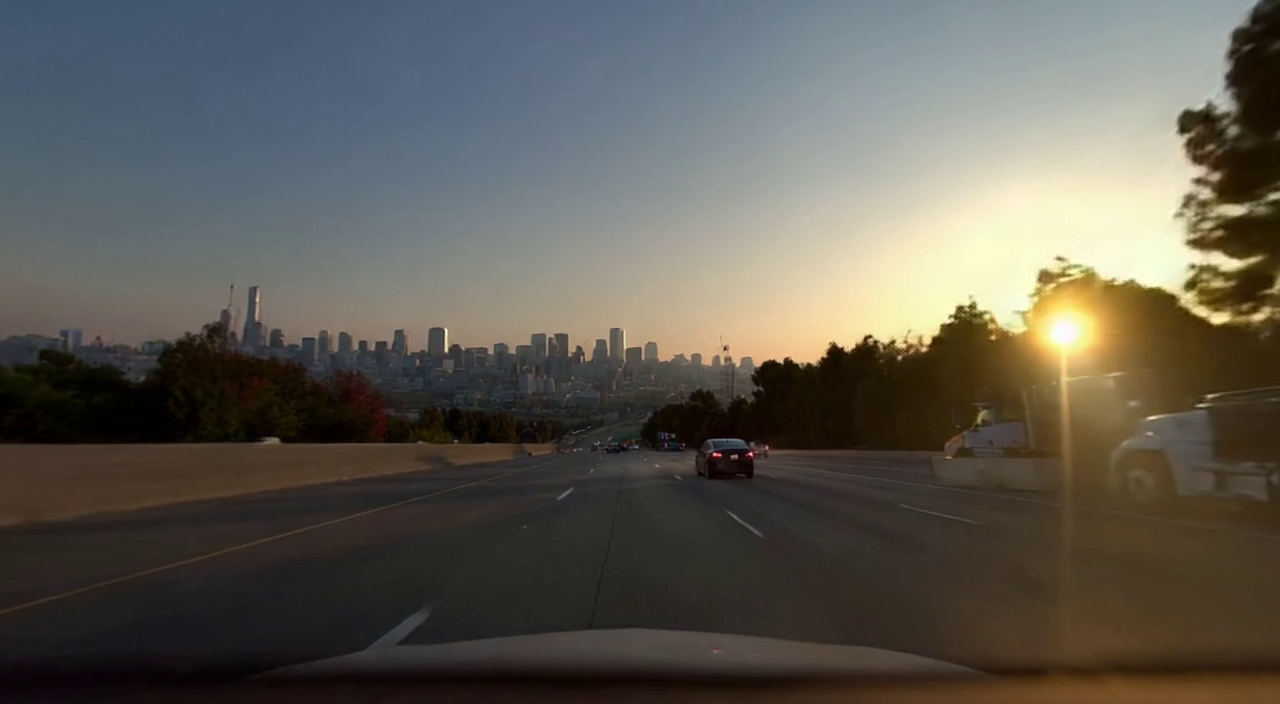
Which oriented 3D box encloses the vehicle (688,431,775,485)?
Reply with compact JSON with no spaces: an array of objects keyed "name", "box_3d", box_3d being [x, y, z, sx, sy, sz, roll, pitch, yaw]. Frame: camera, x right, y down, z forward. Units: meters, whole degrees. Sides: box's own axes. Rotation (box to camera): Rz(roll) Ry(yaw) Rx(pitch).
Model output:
[{"name":"vehicle","box_3d":[3.177,3.806,23.041,2.305,1.729,4.526,0,-8,-2]}]
